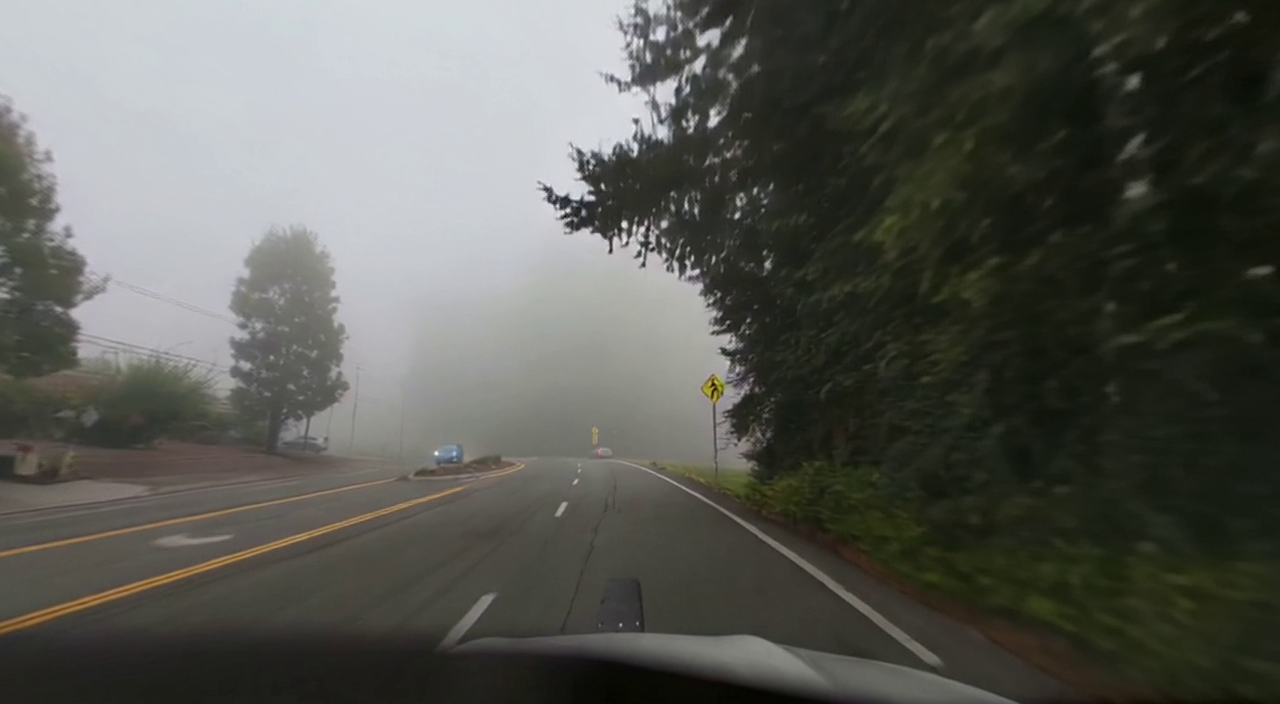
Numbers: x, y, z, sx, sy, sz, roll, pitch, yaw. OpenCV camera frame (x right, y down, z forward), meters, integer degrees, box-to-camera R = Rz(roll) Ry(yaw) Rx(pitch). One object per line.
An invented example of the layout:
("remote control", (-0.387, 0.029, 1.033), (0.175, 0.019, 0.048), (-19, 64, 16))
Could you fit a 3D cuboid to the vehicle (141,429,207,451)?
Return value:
("vehicle", (-36.599, 6.929, 49.642), (4.083, 1.464, 1.747), (-1, -15, 14))
